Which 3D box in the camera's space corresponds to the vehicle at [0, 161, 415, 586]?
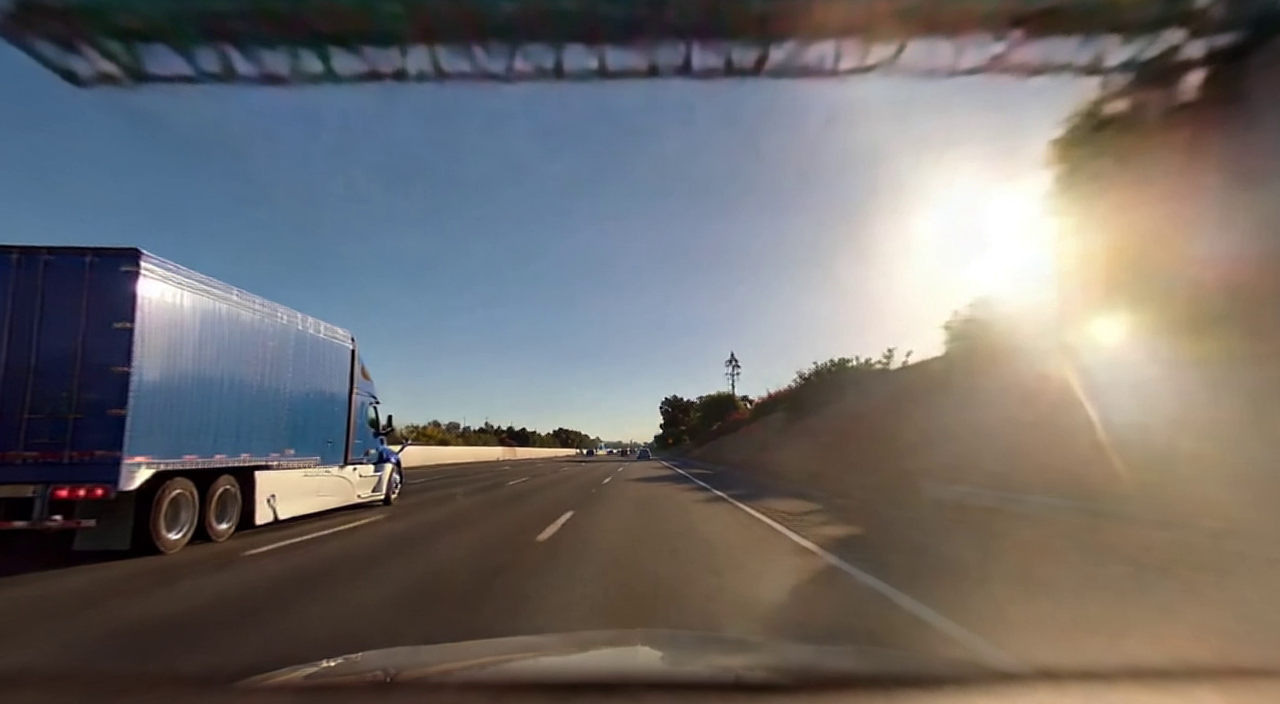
[{"bbox_3d":[-6.880,0.749,10.099,2.996,3.947,8.600,1,-9,2],"label":"vehicle"}]
